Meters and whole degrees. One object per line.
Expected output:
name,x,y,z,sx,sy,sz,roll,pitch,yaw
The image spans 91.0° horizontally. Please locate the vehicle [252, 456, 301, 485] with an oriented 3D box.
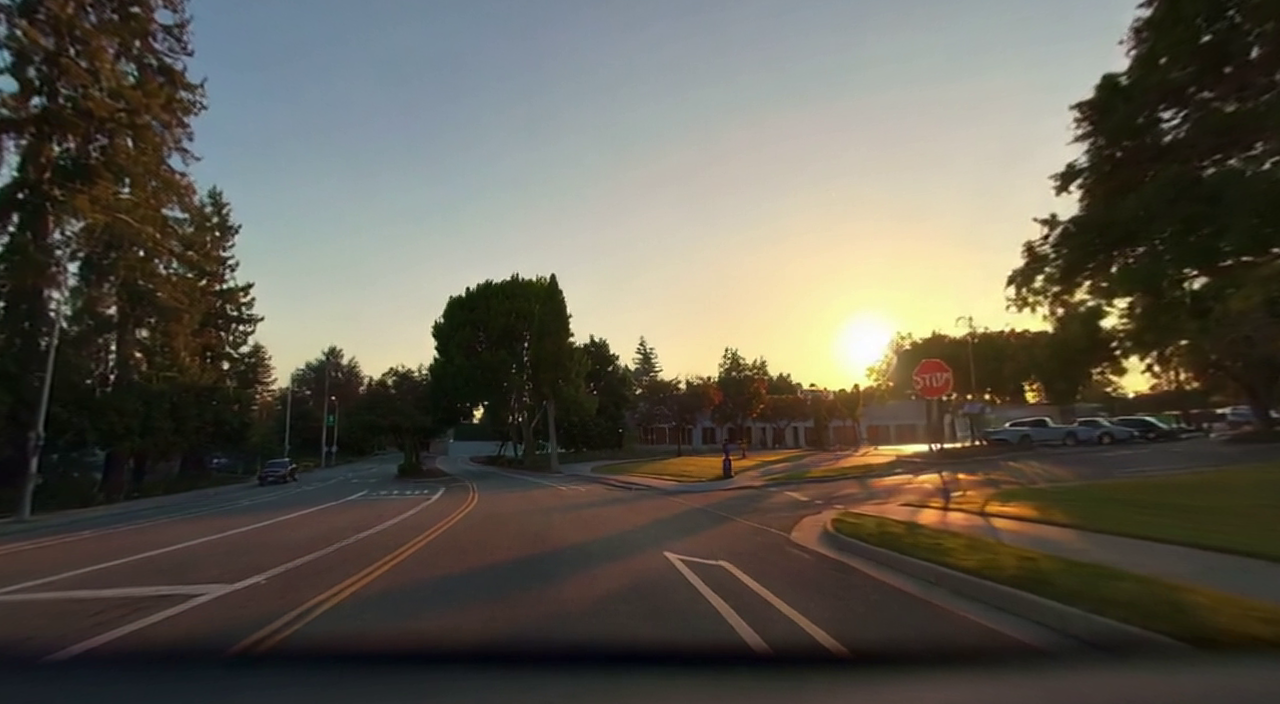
vehicle,-23.504,7.718,40.847,1.952,1.632,4.200,1,-11,-19
